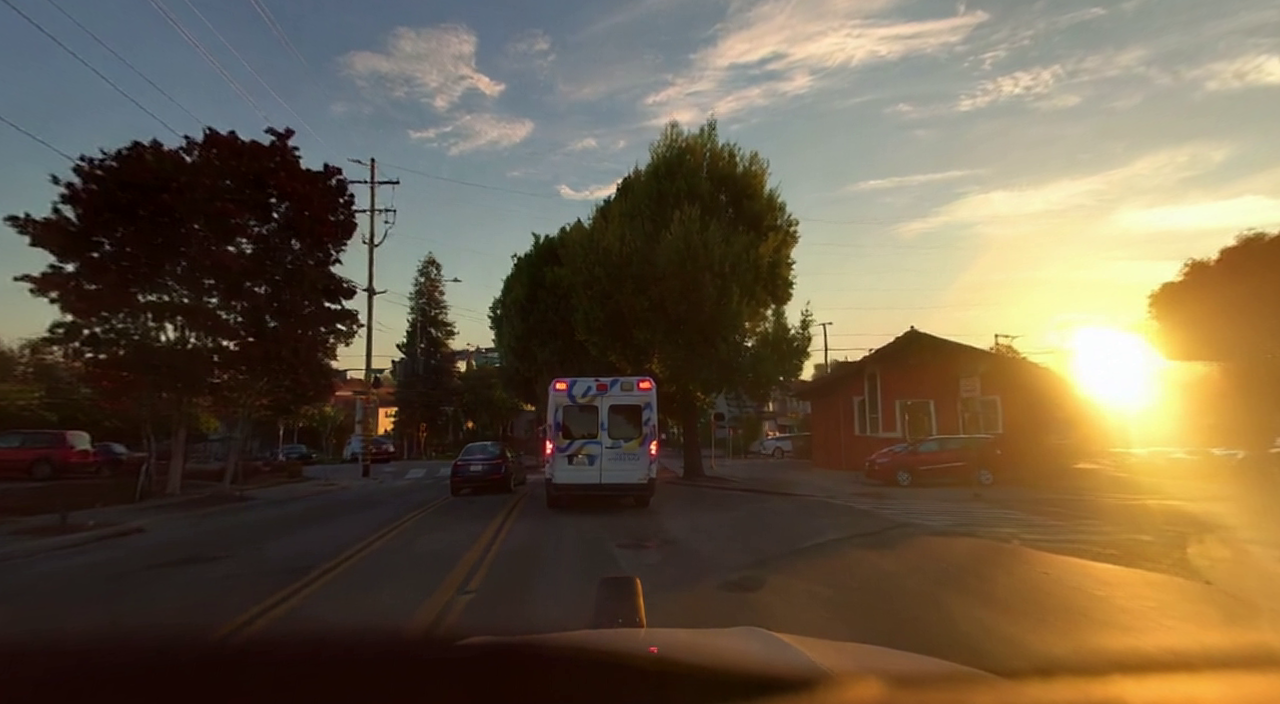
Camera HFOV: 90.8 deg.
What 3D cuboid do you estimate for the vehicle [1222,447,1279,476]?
[{"bbox_3d":[37.621,6.537,37.895,2.114,1.588,3.888,-4,-9,12],"label":"vehicle"}]

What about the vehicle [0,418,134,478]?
[{"bbox_3d":[-19.554,2.973,19.155,5.910,1.681,2.579,1,-11,-7],"label":"vehicle"}]

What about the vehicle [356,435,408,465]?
[{"bbox_3d":[-16.686,6.294,40.721,2.290,1.776,4.947,5,-10,-30],"label":"vehicle"}]

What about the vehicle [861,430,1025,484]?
[{"bbox_3d":[11.767,4.133,24.985,5.270,1.966,2.329,-1,-8,8],"label":"vehicle"}]

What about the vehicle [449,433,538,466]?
[{"bbox_3d":[-8.397,5.645,36.486,4.502,1.810,2.056,-1,-8,8],"label":"vehicle"}]

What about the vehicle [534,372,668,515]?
[{"bbox_3d":[-0.792,2.081,14.490,2.444,2.640,5.482,0,-8,-2],"label":"vehicle"}]
